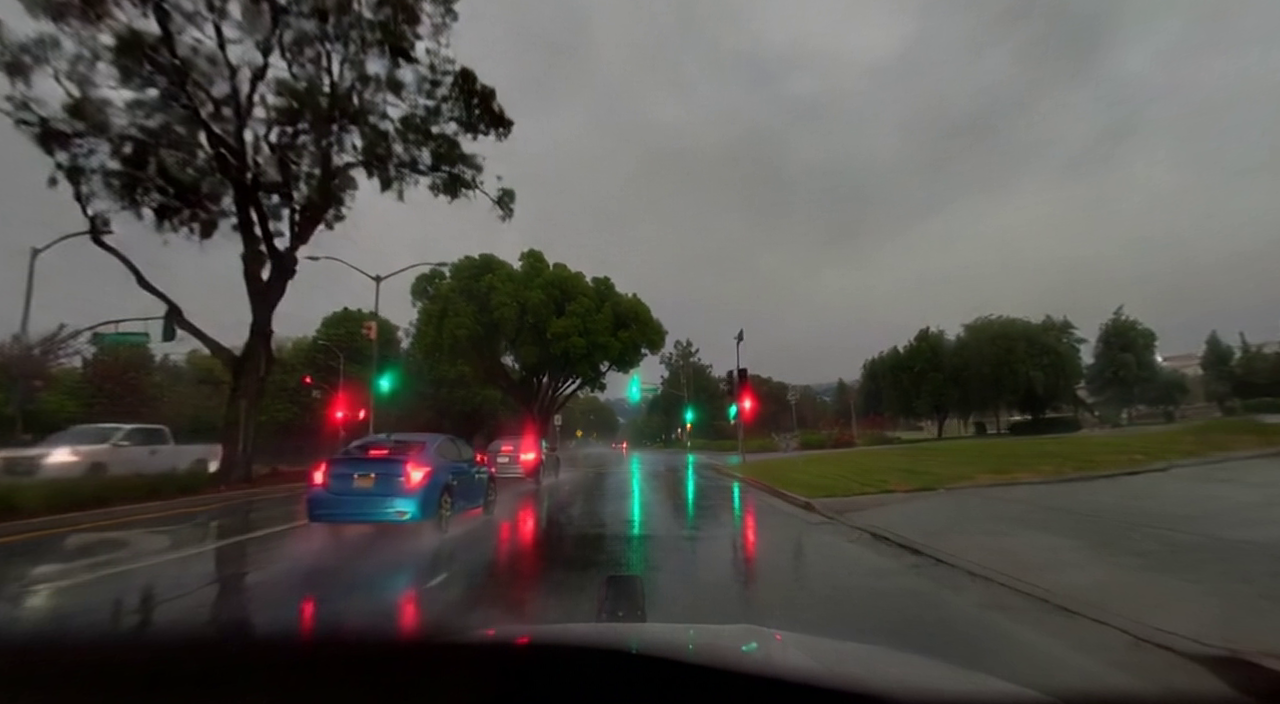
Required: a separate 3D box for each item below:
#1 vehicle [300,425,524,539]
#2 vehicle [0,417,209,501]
[{"bbox_3d":[-3.445,2.080,10.736,2.038,1.486,4.678,0,-9,0],"label":"vehicle"},{"bbox_3d":[-17.117,3.411,20.521,2.496,2.351,5.293,0,-9,-1],"label":"vehicle"}]
